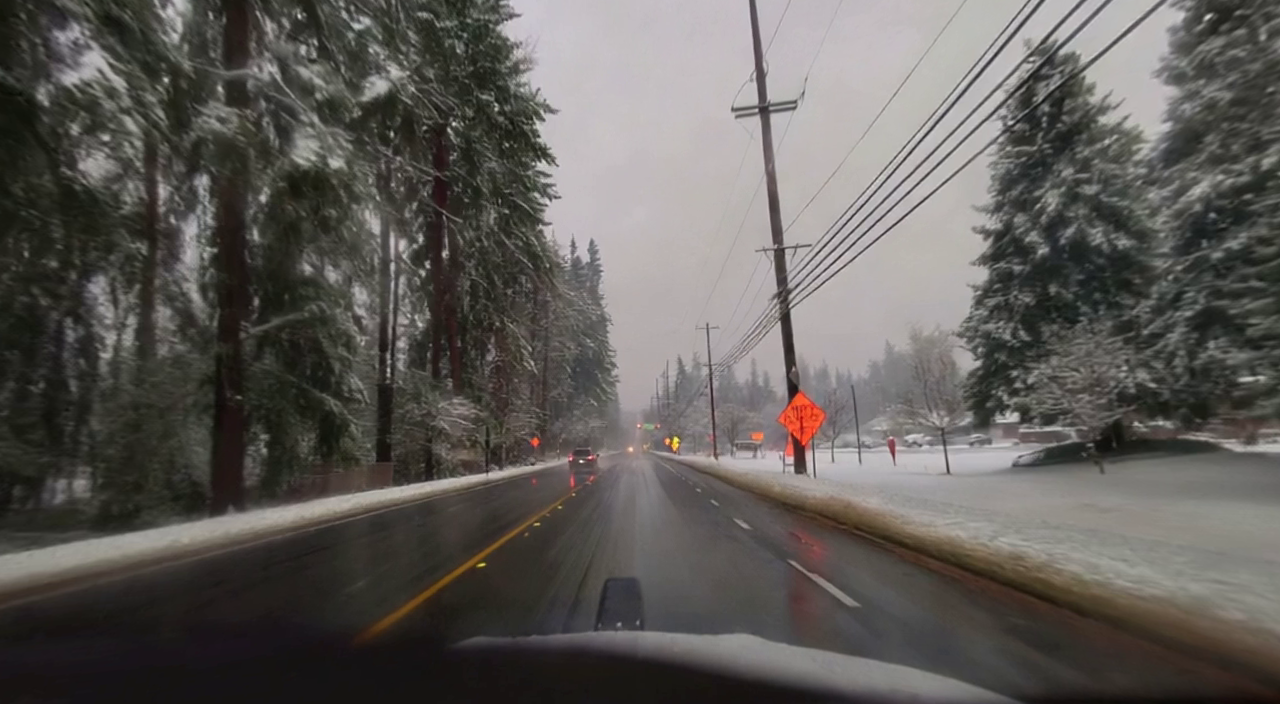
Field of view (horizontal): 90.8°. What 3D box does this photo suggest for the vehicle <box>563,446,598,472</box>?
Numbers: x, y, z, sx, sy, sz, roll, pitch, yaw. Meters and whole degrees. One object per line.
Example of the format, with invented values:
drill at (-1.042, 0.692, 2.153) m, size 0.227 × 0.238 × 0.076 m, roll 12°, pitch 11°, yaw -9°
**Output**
vehicle at (-3.924, 7.145, 42.336) m, size 1.992 × 1.608 × 3.868 m, roll 0°, pitch -9°, yaw 0°
